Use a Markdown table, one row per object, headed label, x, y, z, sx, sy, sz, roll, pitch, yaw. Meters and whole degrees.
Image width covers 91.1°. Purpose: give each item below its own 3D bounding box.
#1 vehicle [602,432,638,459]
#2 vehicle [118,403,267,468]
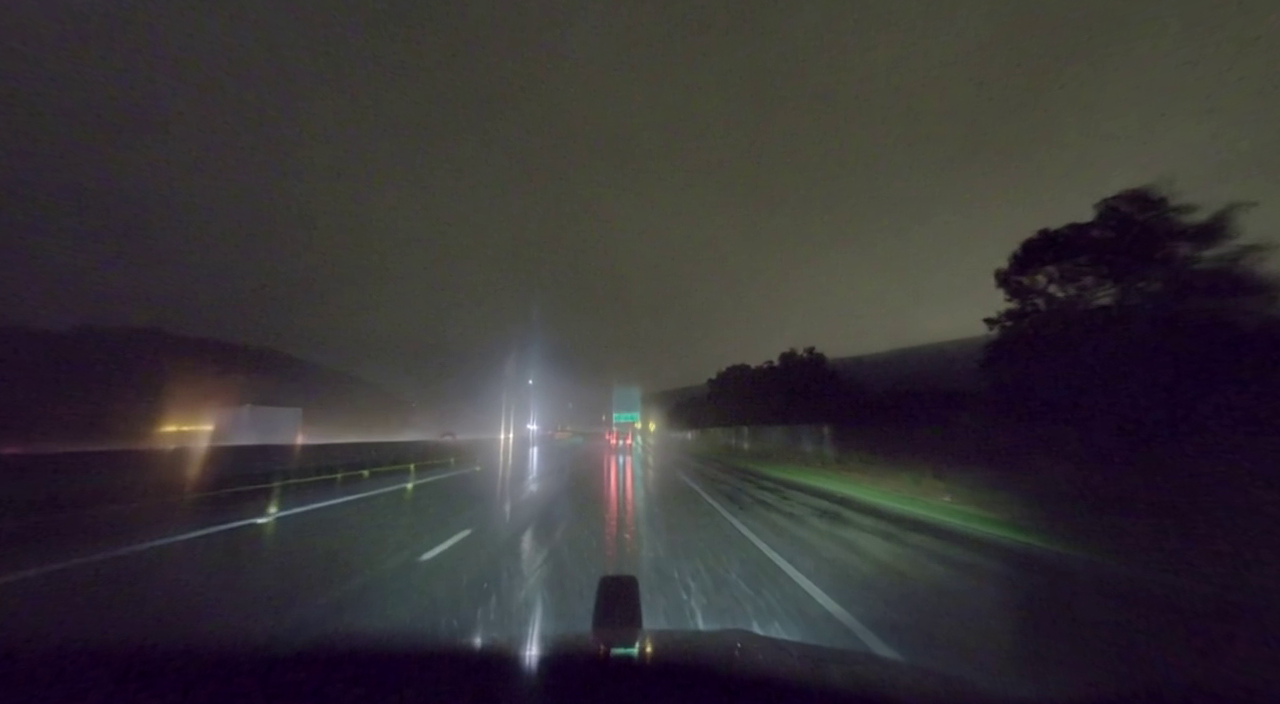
| label | x | y | z | sx | sy | sz | roll | pitch | yaw |
| --- | --- | --- | --- | --- | --- | --- | --- | --- | --- |
| vehicle | -1.132 | 5.347 | 36.055 | 1.948 | 1.470 | 3.913 | 0 | -8 | -2 |
| vehicle | -23.708 | 4.482 | 33.920 | 2.648 | 3.105 | 7.345 | 0 | -8 | -1 |
